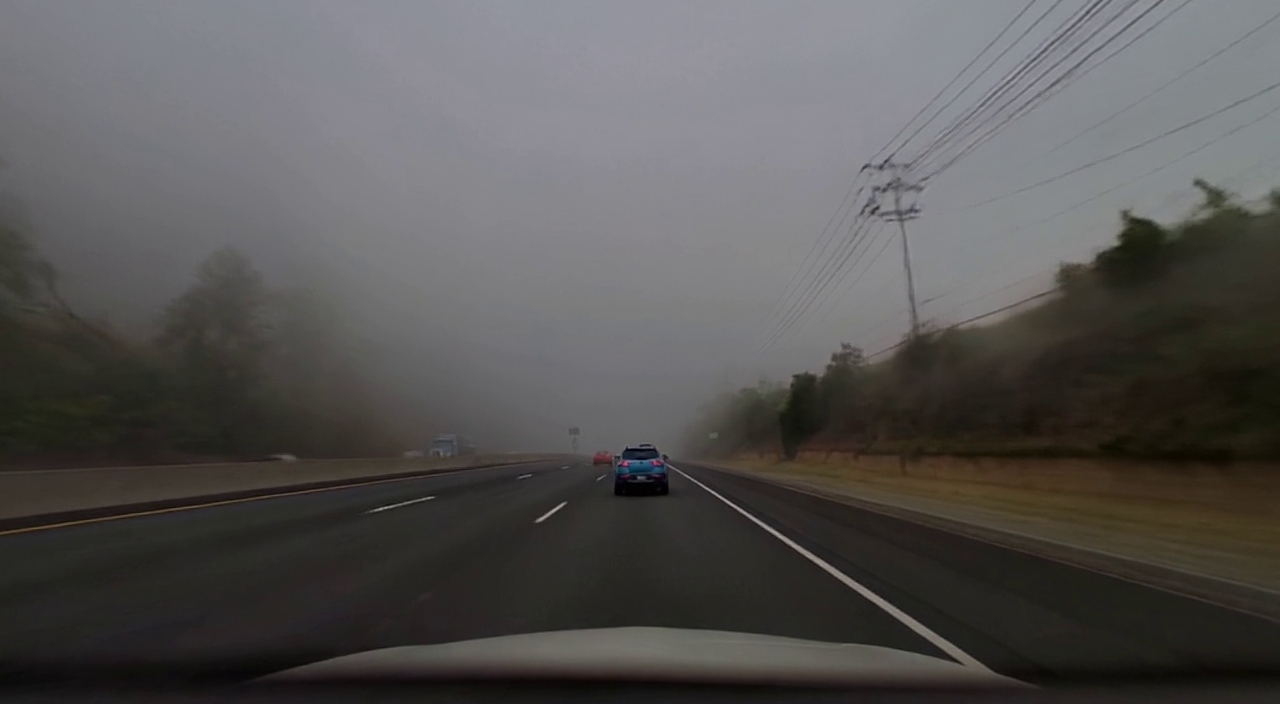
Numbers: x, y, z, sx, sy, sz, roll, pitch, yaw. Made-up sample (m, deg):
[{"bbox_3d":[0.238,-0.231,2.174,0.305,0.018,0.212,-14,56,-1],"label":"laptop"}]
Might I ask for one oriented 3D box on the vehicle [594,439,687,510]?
[{"bbox_3d":[0.003,2.930,15.535,1.966,1.499,4.298,0,-9,0],"label":"vehicle"}]
